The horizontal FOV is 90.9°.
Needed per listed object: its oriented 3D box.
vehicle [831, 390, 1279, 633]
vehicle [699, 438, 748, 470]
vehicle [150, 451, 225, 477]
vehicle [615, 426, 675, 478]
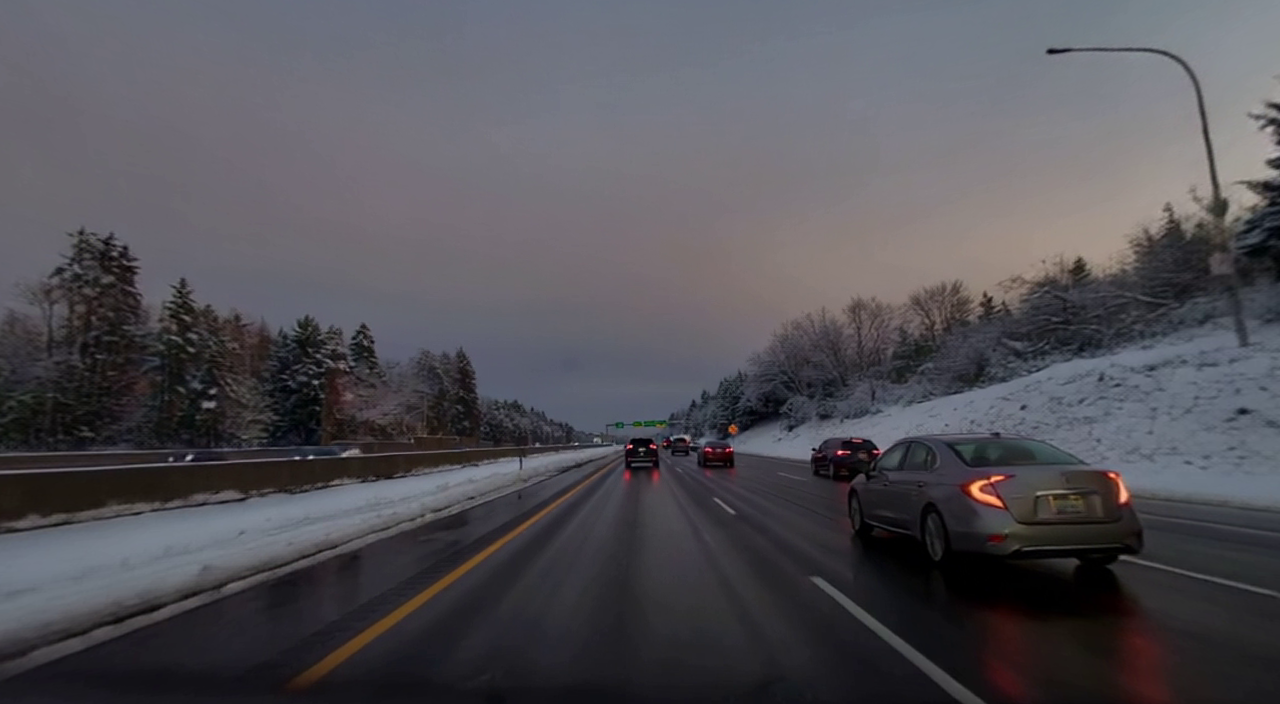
[{"bbox_3d":[3.712,1.418,6.642,2.003,1.661,4.418,0,-8,0],"label":"vehicle"},{"bbox_3d":[4.175,5.153,32.085,1.825,1.487,4.034,0,-8,-1],"label":"vehicle"},{"bbox_3d":[-31.377,7.760,43.927,1.793,1.581,4.692,0,-8,0],"label":"vehicle"},{"bbox_3d":[0.176,3.973,25.250,2.189,1.852,4.038,0,-8,0],"label":"vehicle"}]
